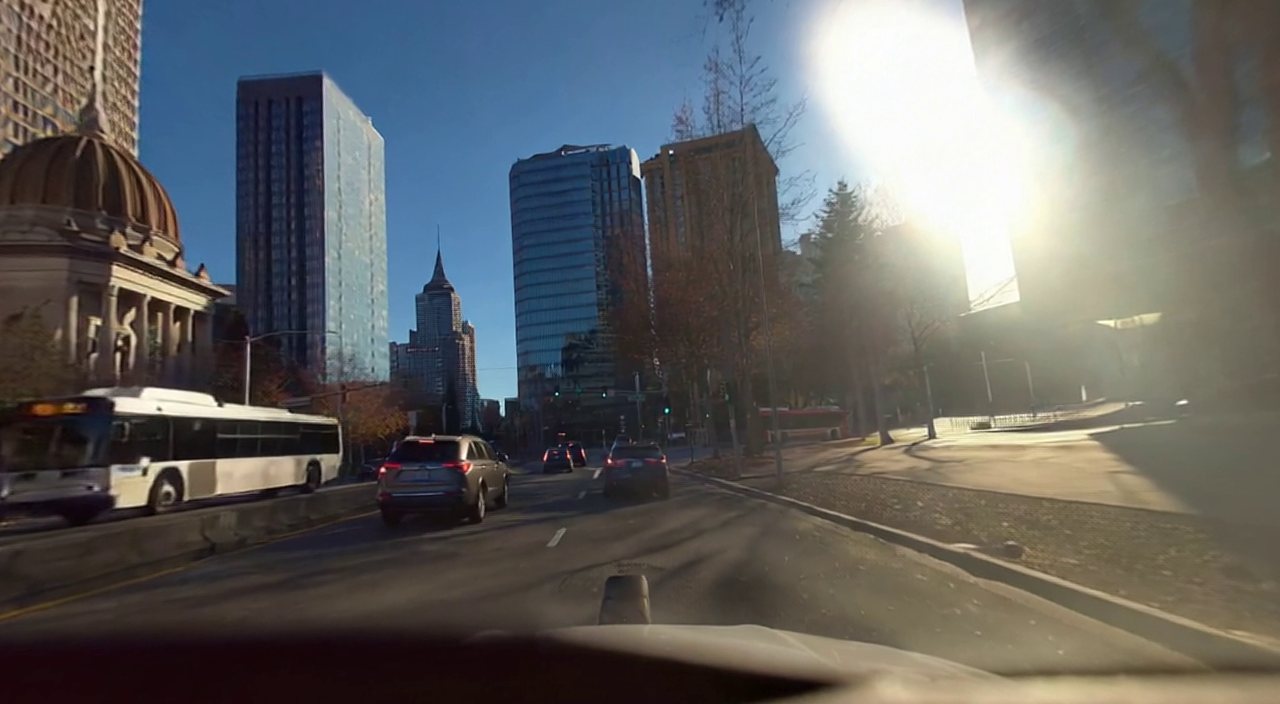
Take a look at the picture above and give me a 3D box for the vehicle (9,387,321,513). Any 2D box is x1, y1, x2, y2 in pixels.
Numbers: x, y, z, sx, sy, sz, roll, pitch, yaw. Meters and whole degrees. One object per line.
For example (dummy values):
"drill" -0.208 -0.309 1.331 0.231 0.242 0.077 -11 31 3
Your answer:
"vehicle" -14.980 3.315 21.576 3.063 3.298 9.918 0 -9 -1

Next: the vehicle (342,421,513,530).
"vehicle" -3.605 2.162 11.486 1.848 1.641 3.686 0 -9 -1

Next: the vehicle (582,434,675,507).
"vehicle" -0.328 2.768 15.166 1.933 1.504 3.802 1 -9 -3

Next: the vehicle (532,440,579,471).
"vehicle" -4.299 5.343 32.731 1.961 1.517 4.202 0 -9 -2
